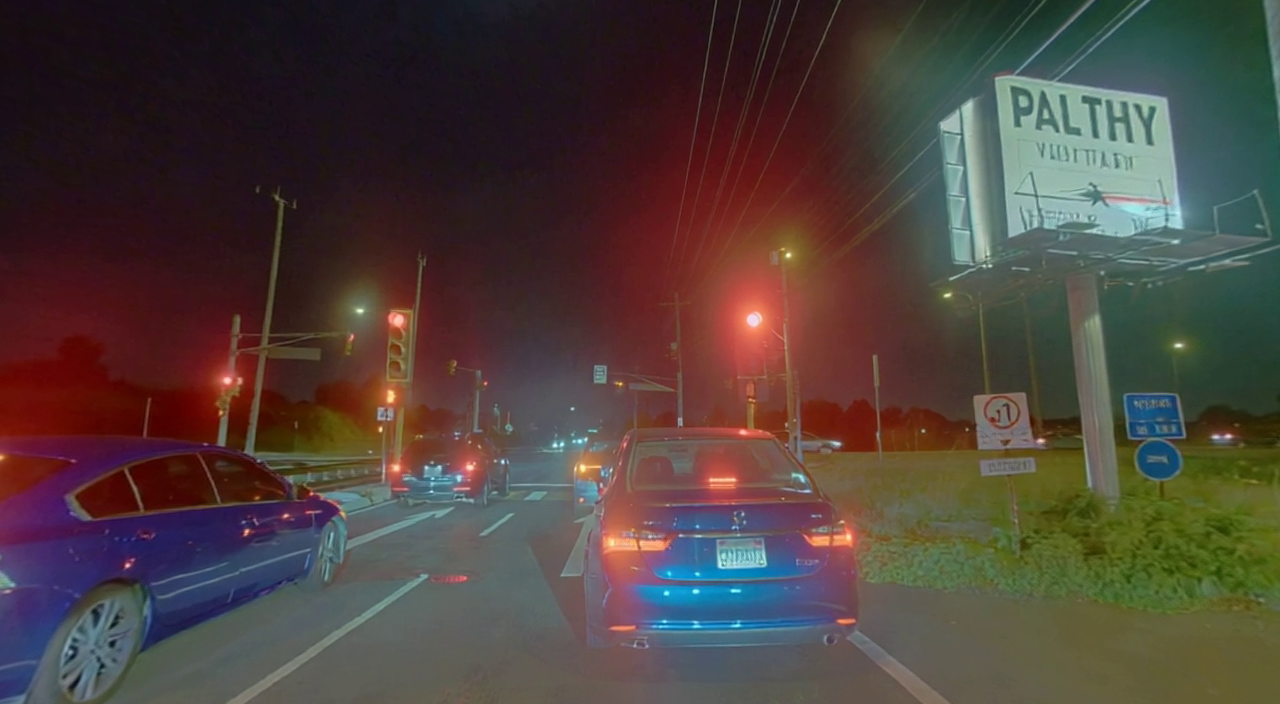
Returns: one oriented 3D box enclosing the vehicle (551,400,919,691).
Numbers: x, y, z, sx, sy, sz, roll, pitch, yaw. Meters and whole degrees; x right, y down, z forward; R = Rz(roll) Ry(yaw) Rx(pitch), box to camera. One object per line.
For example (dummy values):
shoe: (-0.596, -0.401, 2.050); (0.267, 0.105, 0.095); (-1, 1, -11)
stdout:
vehicle: (0.403, 1.329, 5.451); (1.998, 1.529, 3.960); (1, -9, -4)

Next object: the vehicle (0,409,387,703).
vehicle: (-3.717, 1.256, 4.504); (1.956, 1.468, 4.585); (0, -9, -1)

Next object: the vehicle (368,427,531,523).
vehicle: (-3.364, 2.256, 12.072); (1.984, 1.505, 4.047); (0, -9, -2)
